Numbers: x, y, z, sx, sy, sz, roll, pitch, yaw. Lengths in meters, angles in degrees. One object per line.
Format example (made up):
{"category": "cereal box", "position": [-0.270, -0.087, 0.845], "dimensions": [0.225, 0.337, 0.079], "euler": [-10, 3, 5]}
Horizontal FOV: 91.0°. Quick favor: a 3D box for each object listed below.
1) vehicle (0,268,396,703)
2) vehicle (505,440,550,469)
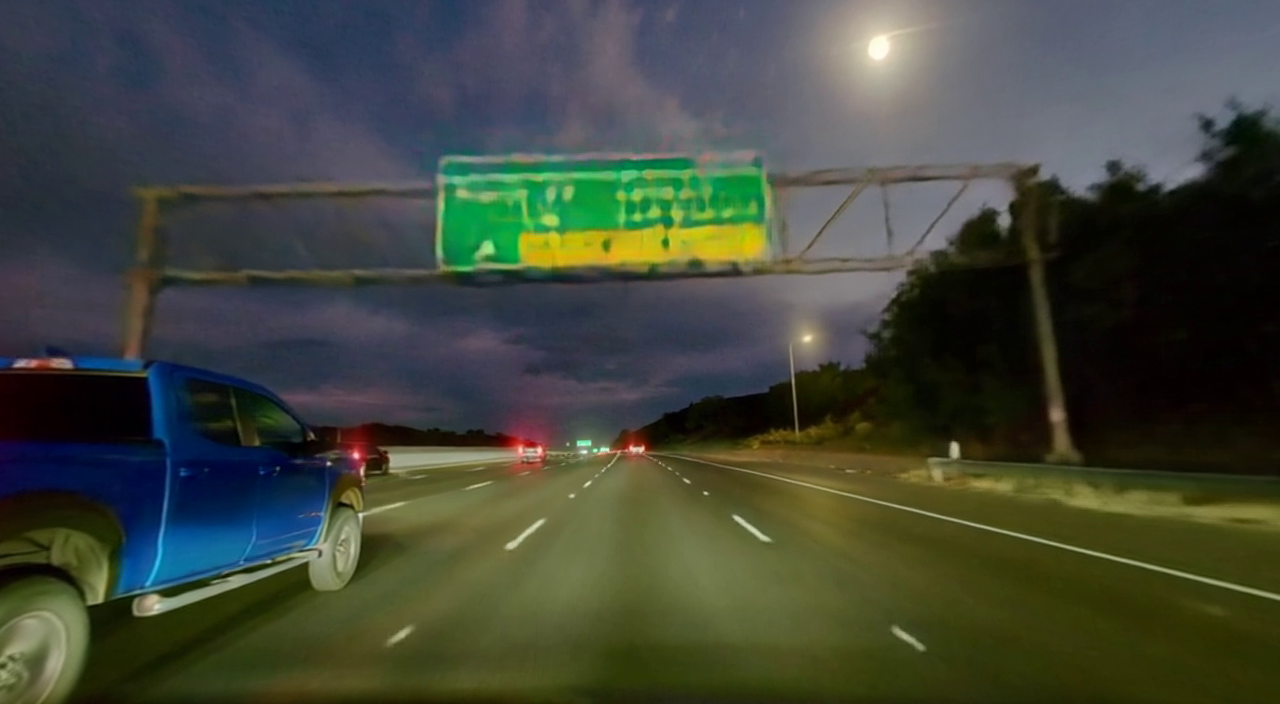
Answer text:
{"category": "vehicle", "position": [-3.898, 0.831, 3.843], "dimensions": [2.339, 2.004, 6.171], "euler": [0, -9, 0]}
{"category": "vehicle", "position": [-7.942, 7.277, 45.061], "dimensions": [2.260, 1.917, 5.499], "euler": [0, -9, -1]}
